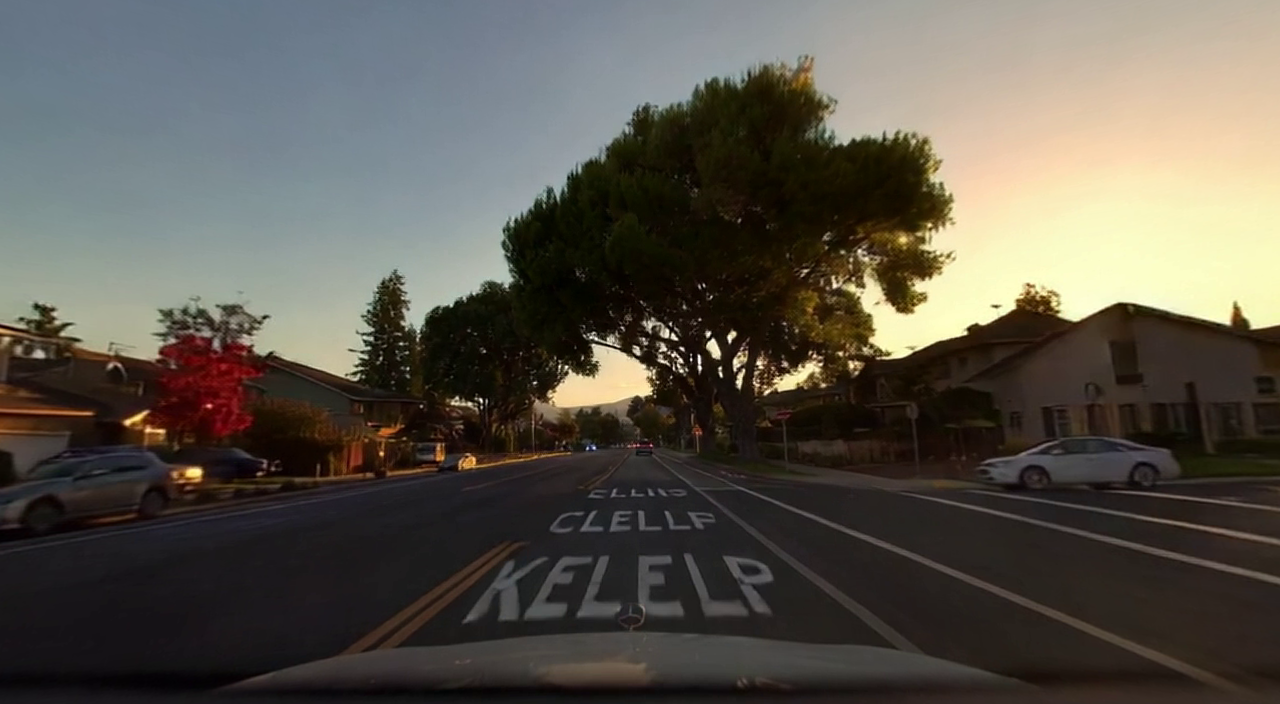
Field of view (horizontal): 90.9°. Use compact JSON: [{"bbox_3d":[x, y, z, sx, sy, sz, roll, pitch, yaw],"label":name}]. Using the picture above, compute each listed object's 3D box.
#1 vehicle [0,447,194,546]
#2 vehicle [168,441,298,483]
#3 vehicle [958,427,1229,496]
[{"bbox_3d":[-12.595,3.090,14.104,1.965,1.653,4.488,-3,-6,1],"label":"vehicle"},{"bbox_3d":[-19.163,5.171,29.824,4.630,1.896,2.092,0,-9,0],"label":"vehicle"},{"bbox_3d":[10.793,2.658,15.451,4.818,1.525,2.163,-2,-9,9],"label":"vehicle"}]
